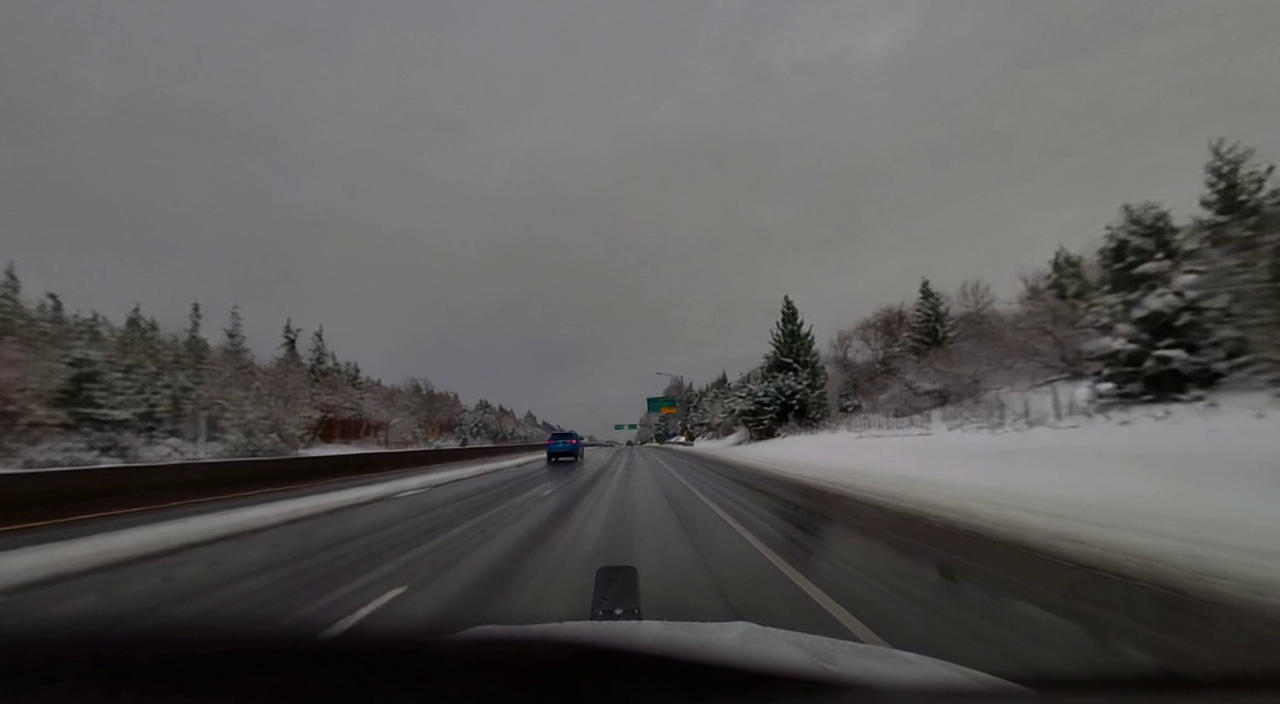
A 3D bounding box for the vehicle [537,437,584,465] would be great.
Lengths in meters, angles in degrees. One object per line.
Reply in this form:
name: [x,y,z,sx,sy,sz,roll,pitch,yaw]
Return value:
vehicle: [-4.347,5.477,35.099,2.063,1.496,4.225,0,-8,0]
